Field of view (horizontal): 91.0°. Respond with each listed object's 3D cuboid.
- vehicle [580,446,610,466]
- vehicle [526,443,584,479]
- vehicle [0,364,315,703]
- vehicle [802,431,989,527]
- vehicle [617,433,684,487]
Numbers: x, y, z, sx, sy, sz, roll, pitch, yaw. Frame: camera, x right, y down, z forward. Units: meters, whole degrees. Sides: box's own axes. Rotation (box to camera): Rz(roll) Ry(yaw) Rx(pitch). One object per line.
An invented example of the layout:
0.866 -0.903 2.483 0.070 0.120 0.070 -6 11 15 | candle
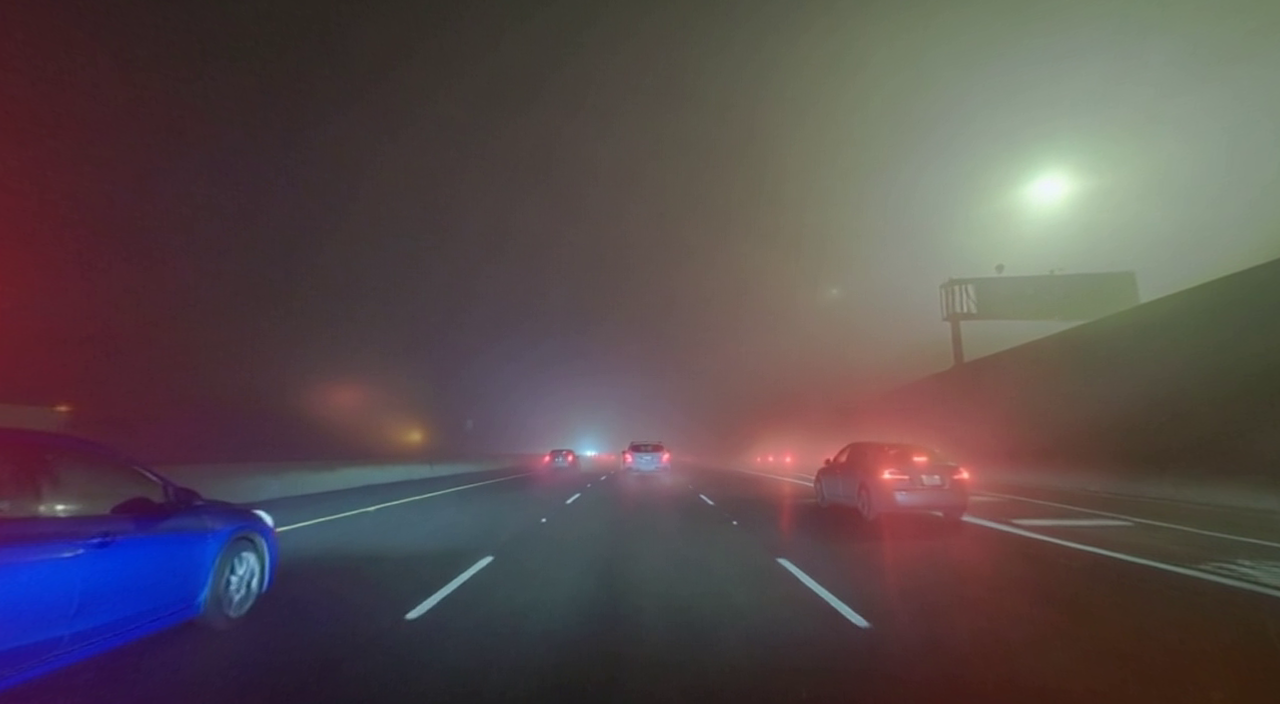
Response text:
-3.452 8.100 49.269 1.969 1.480 4.077 0 -9 1 | vehicle
-3.857 5.027 29.313 2.031 1.491 4.145 0 -9 1 | vehicle
-3.928 0.935 3.173 2.160 1.639 4.431 0 -9 1 | vehicle
5.039 2.548 13.239 2.055 1.656 4.370 0 -9 -1 | vehicle
0.336 3.834 22.603 2.202 1.748 4.158 0 -9 0 | vehicle
